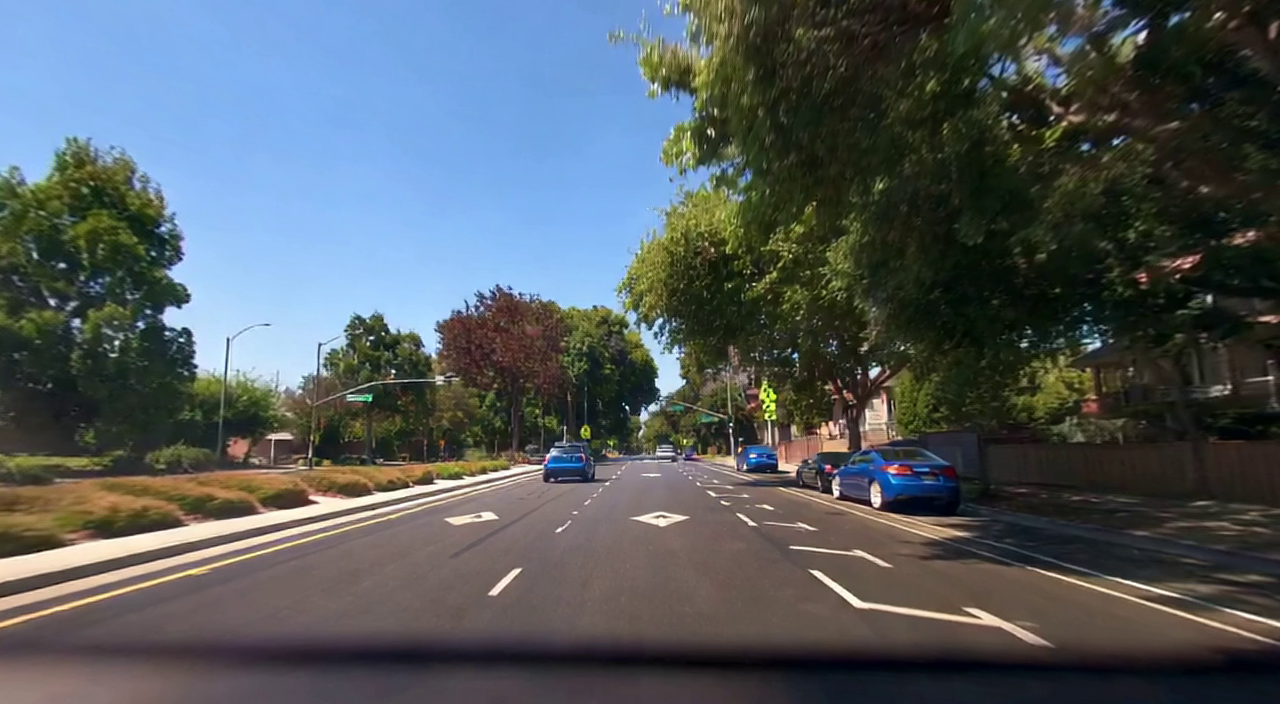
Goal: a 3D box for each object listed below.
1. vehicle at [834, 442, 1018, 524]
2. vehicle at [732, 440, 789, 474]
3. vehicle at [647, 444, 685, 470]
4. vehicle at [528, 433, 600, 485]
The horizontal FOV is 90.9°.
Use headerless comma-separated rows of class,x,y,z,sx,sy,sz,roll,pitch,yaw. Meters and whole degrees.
vehicle,6.071,2.802,14.235,1.871,1.485,5.074,0,-9,1
vehicle,6.488,5.705,34.504,2.038,1.687,4.985,0,-8,-2
vehicle,1.513,6.289,37.956,2.075,1.480,3.920,0,-8,0
vehicle,-2.853,4.131,24.647,2.150,1.812,4.423,0,-8,2
